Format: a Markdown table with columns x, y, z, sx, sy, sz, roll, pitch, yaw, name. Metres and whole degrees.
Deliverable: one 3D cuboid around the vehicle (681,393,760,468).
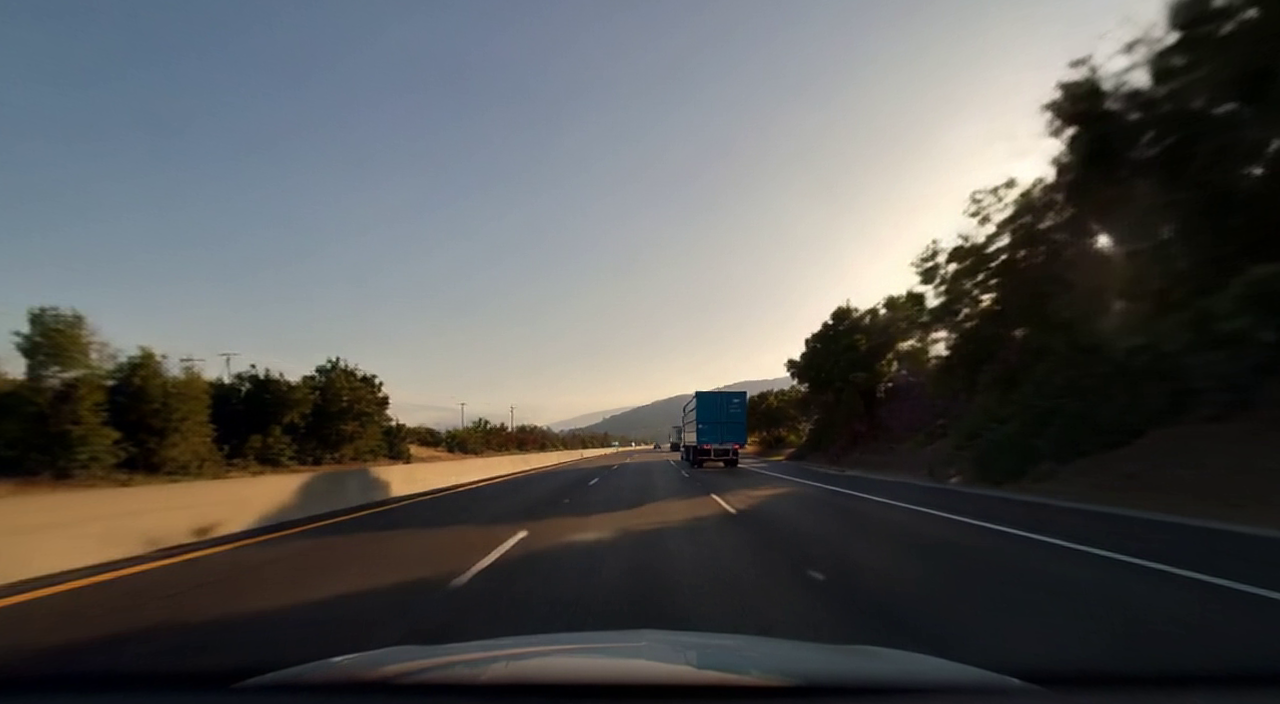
| x | y | z | sx | sy | sz | roll | pitch | yaw | name |
| --- | --- | --- | --- | --- | --- | --- | --- | --- | --- |
| 4.767 | 5.242 | 40.719 | 3.485 | 3.975 | 14.489 | 0 | -8 | 1 | vehicle |
